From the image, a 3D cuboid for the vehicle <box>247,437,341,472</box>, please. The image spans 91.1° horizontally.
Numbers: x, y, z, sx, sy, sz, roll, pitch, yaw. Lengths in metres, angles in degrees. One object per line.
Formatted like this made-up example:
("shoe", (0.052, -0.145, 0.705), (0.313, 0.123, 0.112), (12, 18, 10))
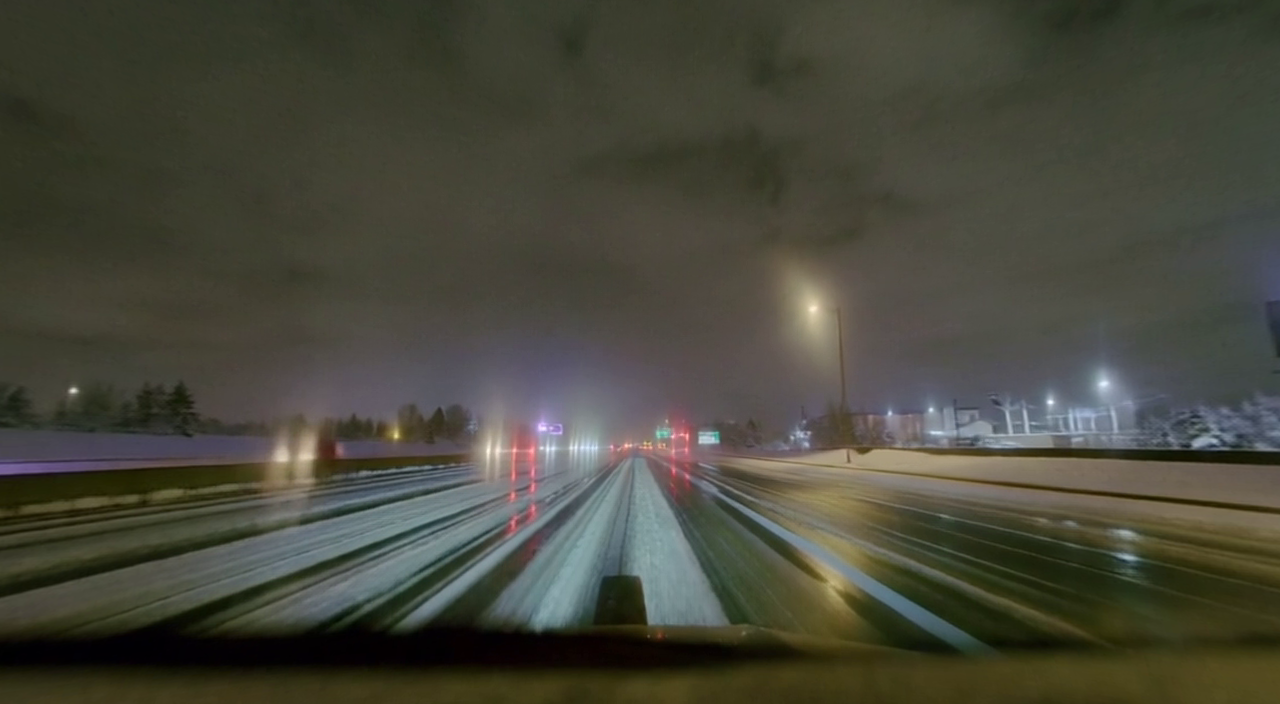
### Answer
("vehicle", (-18.837, 5.600, 34.560), (2.091, 1.748, 5.346), (0, -9, 1))
